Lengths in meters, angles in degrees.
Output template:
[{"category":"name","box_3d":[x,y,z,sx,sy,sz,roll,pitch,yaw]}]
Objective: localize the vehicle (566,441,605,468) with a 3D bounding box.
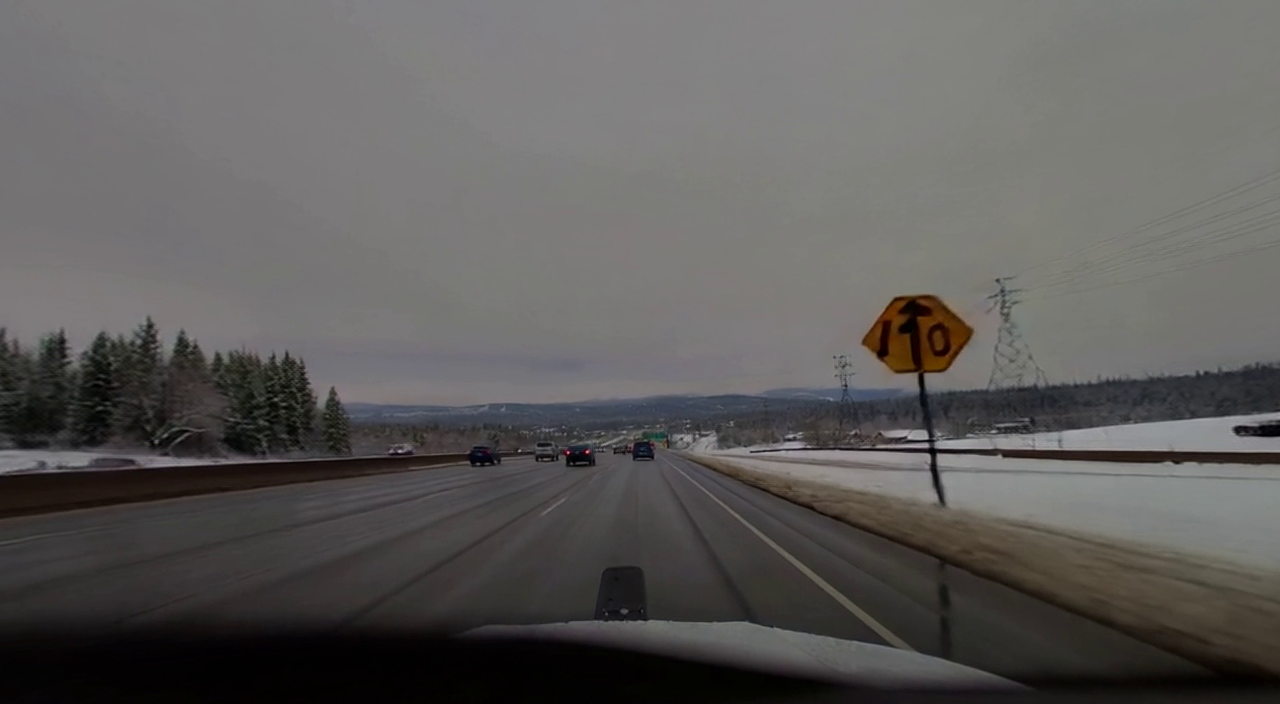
[{"category":"vehicle","box_3d":[-3.328,6.368,39.417,1.967,1.517,4.808,0,-8,1]}]

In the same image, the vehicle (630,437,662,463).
[{"category":"vehicle","box_3d":[0.375,7.130,45.919,2.194,1.737,4.127,0,-8,-1]}]

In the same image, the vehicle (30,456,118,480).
[{"category":"vehicle","box_3d":[-39.536,8.086,44.184,1.894,1.475,4.624,0,-8,0]}]
